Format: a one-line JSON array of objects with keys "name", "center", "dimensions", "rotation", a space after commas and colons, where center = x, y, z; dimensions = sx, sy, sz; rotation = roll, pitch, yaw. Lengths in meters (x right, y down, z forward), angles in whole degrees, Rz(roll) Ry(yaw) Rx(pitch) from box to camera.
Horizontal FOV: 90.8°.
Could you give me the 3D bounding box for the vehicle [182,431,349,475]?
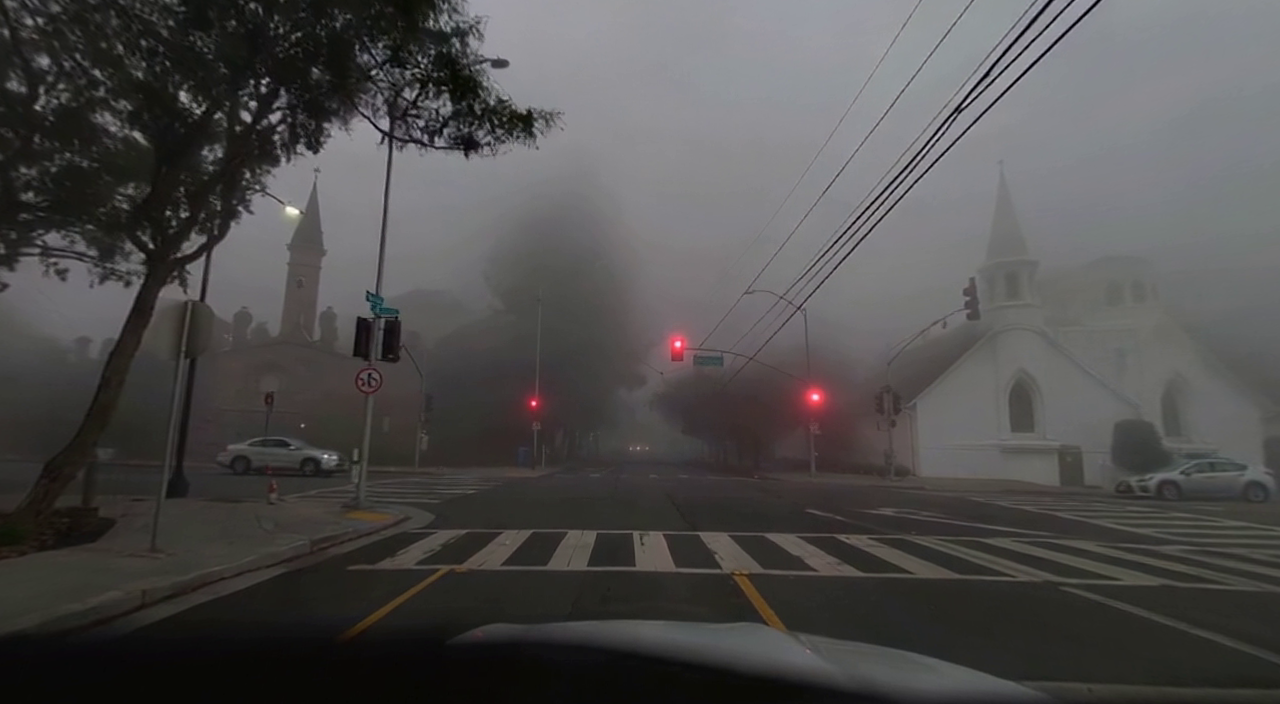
[{"name": "vehicle", "center": [-13.274, 3.605, 22.597], "dimensions": [4.718, 1.497, 2.032], "rotation": [0, -9, 3]}]
